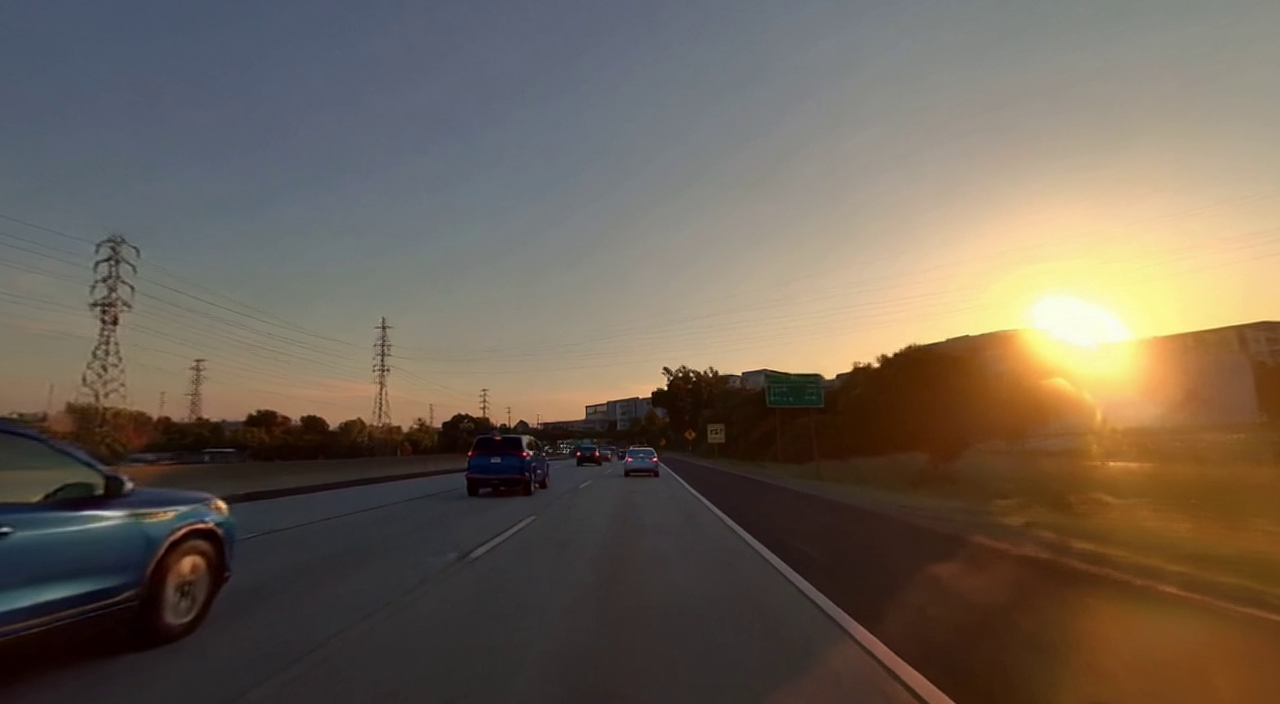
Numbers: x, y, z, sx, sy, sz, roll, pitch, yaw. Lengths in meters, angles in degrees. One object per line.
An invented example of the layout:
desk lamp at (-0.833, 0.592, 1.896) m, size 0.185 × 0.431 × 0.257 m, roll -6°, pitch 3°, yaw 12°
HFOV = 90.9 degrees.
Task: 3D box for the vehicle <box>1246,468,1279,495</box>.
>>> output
vehicle at (47.660, 9.669, 47.162) m, size 4.590 × 1.756 × 2.059 m, roll 5°, pitch -10°, yaw -30°

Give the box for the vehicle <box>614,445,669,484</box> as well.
vehicle at (0.039, 4.541, 25.784) m, size 2.047 × 1.473 × 3.978 m, roll 0°, pitch -8°, yaw 0°

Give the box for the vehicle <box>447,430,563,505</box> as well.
vehicle at (-3.575, 3.162, 17.698) m, size 2.133 × 1.789 × 4.518 m, roll -1°, pitch -8°, yaw 2°

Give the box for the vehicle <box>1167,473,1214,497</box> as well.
vehicle at (39.784, 9.572, 45.552) m, size 4.203 × 1.418 × 1.942 m, roll 8°, pitch -12°, yaw -42°

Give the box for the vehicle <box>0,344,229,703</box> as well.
vehicle at (-4.203, 0.742, 1.977) m, size 2.198 × 1.848 × 5.346 m, roll 0°, pitch -8°, yaw 0°

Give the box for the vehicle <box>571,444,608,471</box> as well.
vehicle at (-3.387, 7.130, 42.957) m, size 1.993 × 1.717 × 4.321 m, roll -1°, pitch -9°, yaw 2°
